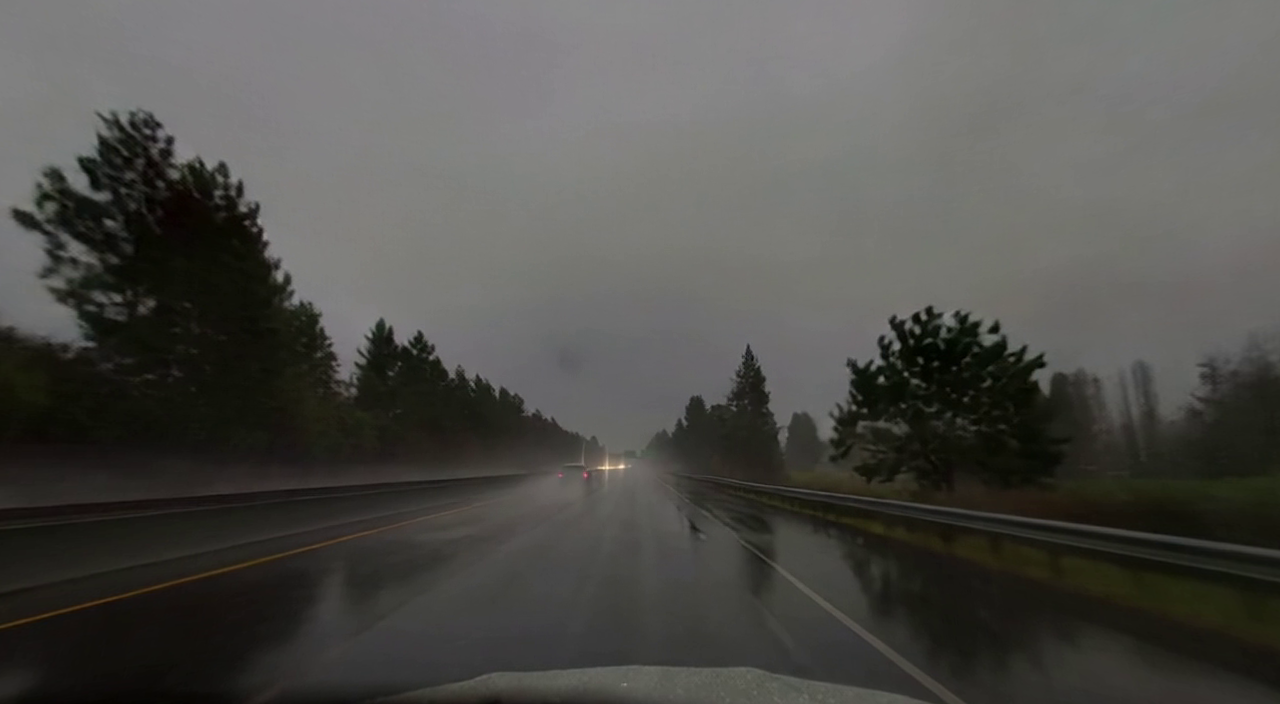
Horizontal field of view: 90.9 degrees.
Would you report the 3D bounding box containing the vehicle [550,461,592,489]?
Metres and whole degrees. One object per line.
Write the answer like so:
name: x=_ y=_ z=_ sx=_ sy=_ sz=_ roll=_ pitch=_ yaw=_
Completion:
vehicle: x=-4.379 y=7.906 z=40.615 sx=2.180 sy=1.618 sz=4.219 roll=1 pitch=-10 yaw=0
